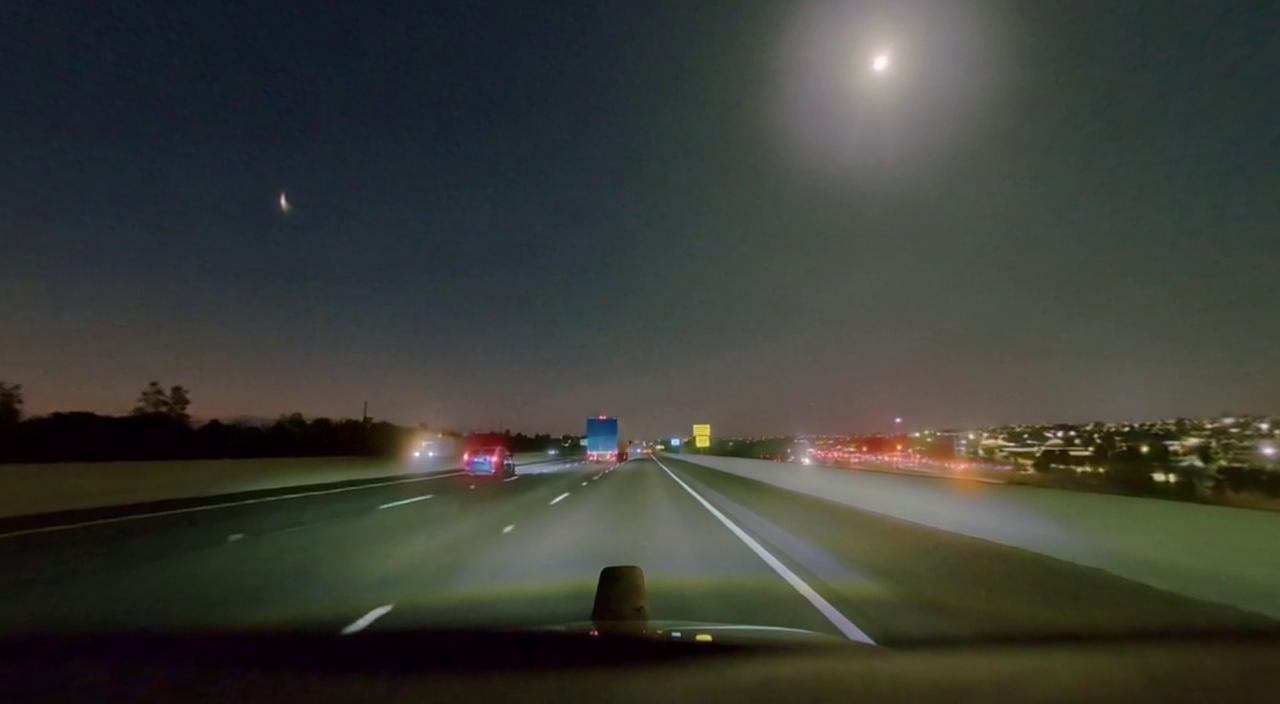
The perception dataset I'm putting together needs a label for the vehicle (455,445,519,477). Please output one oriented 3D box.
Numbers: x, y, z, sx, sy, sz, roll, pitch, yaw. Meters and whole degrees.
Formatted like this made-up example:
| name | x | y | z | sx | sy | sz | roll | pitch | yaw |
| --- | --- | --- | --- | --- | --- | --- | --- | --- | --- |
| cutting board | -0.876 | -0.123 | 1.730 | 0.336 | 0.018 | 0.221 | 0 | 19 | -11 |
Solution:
| name | x | y | z | sx | sy | sz | roll | pitch | yaw |
| --- | --- | --- | --- | --- | --- | --- | --- | --- | --- |
| vehicle | -7.480 | 5.356 | 31.187 | 1.901 | 1.467 | 4.629 | 0 | -8 | 2 |
